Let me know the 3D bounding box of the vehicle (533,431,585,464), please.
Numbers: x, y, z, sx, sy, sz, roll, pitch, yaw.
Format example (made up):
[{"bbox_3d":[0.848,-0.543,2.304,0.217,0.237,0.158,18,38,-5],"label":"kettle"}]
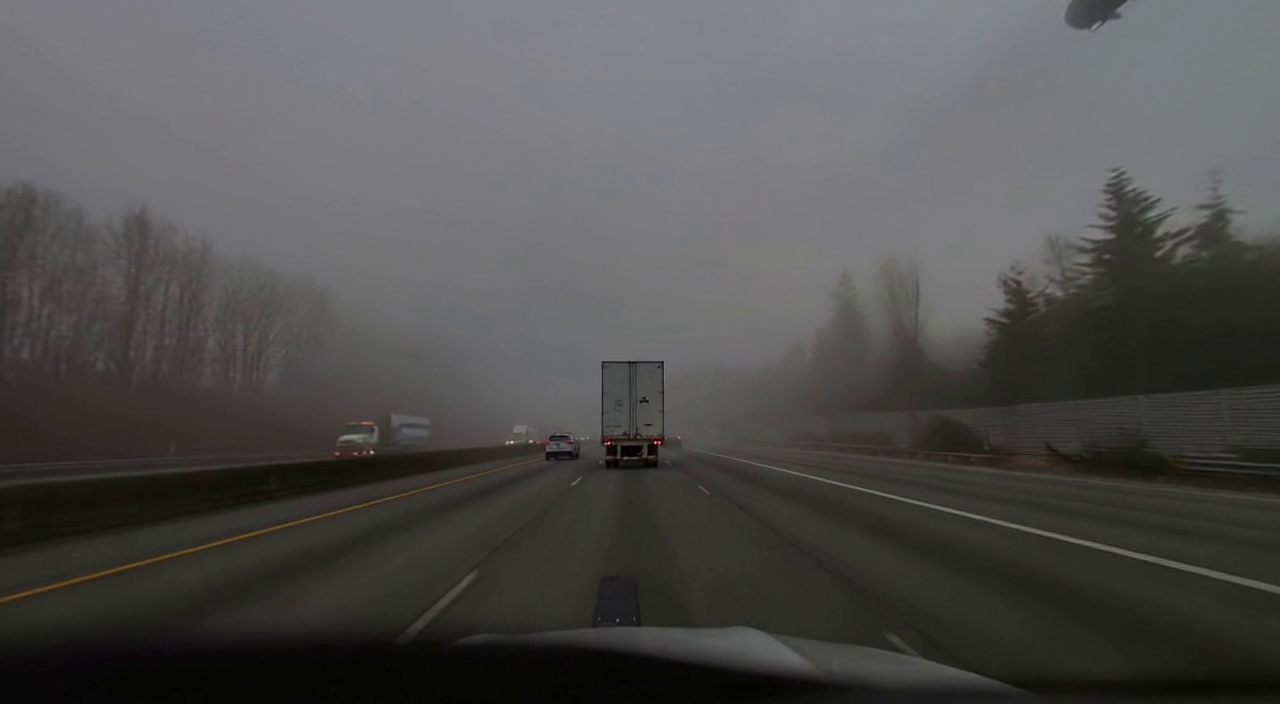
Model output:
[{"bbox_3d":[-3.911,4.690,31.113,2.005,1.521,4.454,0,-8,0],"label":"vehicle"}]

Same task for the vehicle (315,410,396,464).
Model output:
[{"bbox_3d":[-21.925,6.589,48.909,3.143,3.890,6.384,0,-7,1],"label":"vehicle"}]

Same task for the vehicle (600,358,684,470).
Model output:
[{"bbox_3d":[0.013,3.299,30.703,2.965,3.972,16.689,0,-8,0],"label":"vehicle"}]
